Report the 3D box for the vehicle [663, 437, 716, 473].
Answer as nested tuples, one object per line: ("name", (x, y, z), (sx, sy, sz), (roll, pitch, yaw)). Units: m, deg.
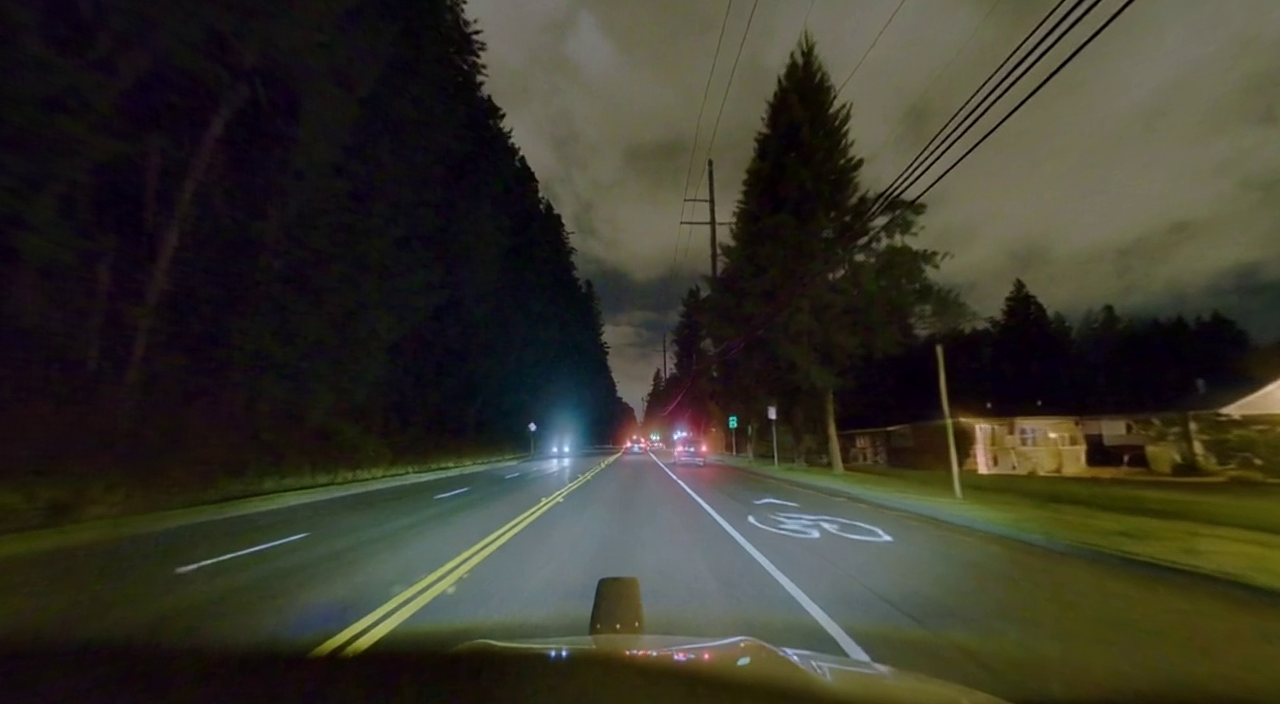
("vehicle", (2.132, 4.592, 28.235), (1.975, 1.497, 3.647), (0, -8, -2))
